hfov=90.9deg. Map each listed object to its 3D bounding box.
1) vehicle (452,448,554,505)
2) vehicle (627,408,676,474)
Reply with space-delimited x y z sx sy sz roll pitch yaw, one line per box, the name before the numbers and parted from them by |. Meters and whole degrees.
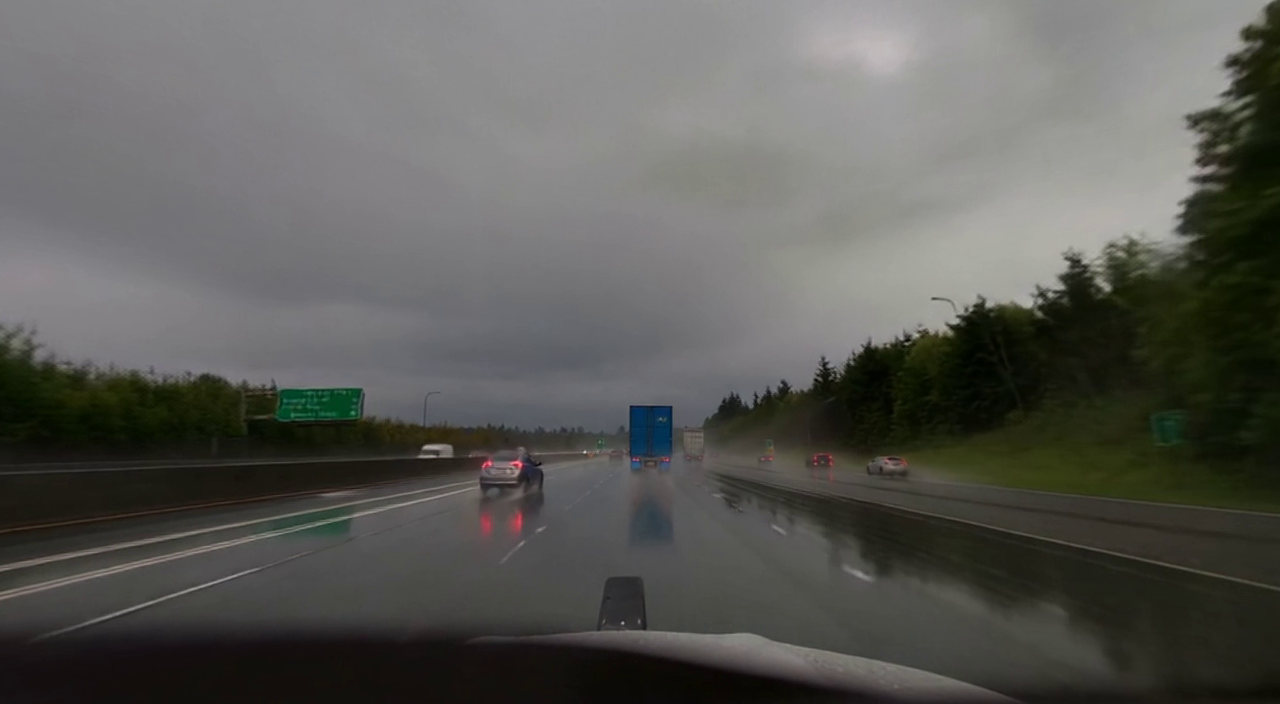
vehicle | -3.839 3.561 18.552 1.931 1.466 4.458 0 -9 1
vehicle | 0.748 6.361 44.612 3.022 4.072 10.318 0 -9 0
